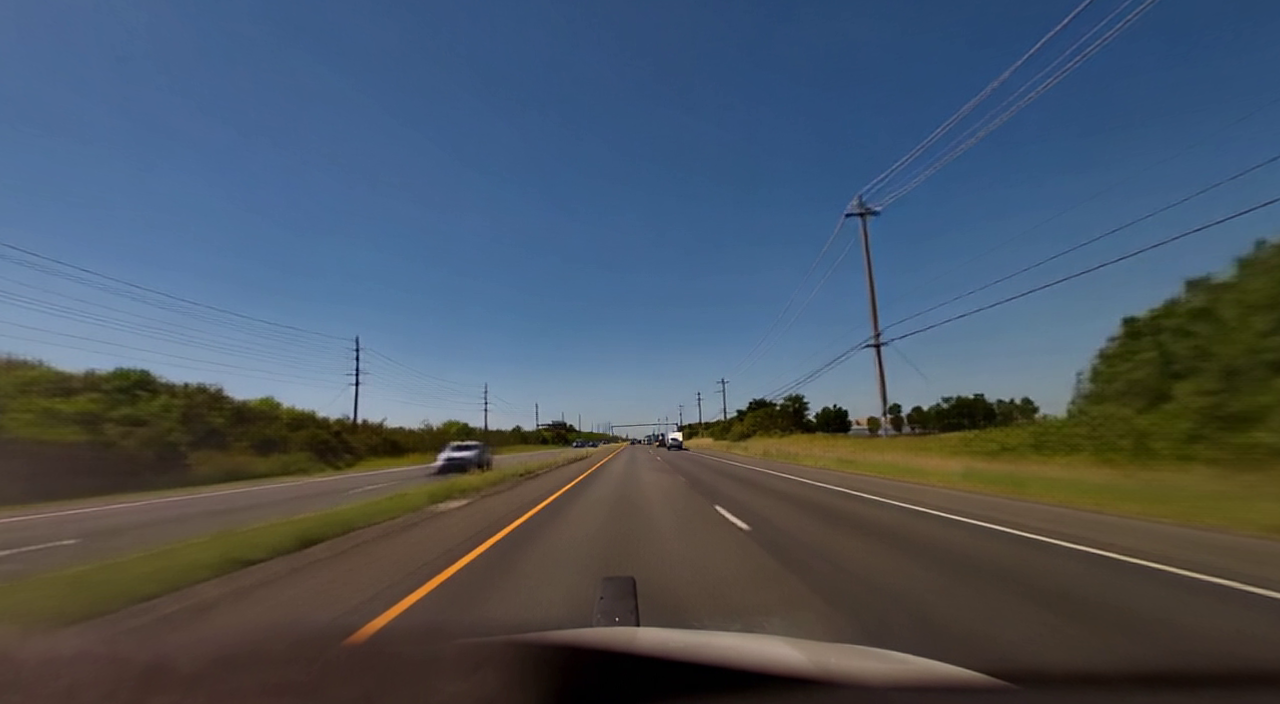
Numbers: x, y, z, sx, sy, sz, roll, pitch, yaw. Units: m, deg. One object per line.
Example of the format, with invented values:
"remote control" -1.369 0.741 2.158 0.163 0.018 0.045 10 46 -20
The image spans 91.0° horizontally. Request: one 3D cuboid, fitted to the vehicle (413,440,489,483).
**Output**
"vehicle" -7.877 4.572 26.657 1.918 1.607 4.302 0 -8 -1
